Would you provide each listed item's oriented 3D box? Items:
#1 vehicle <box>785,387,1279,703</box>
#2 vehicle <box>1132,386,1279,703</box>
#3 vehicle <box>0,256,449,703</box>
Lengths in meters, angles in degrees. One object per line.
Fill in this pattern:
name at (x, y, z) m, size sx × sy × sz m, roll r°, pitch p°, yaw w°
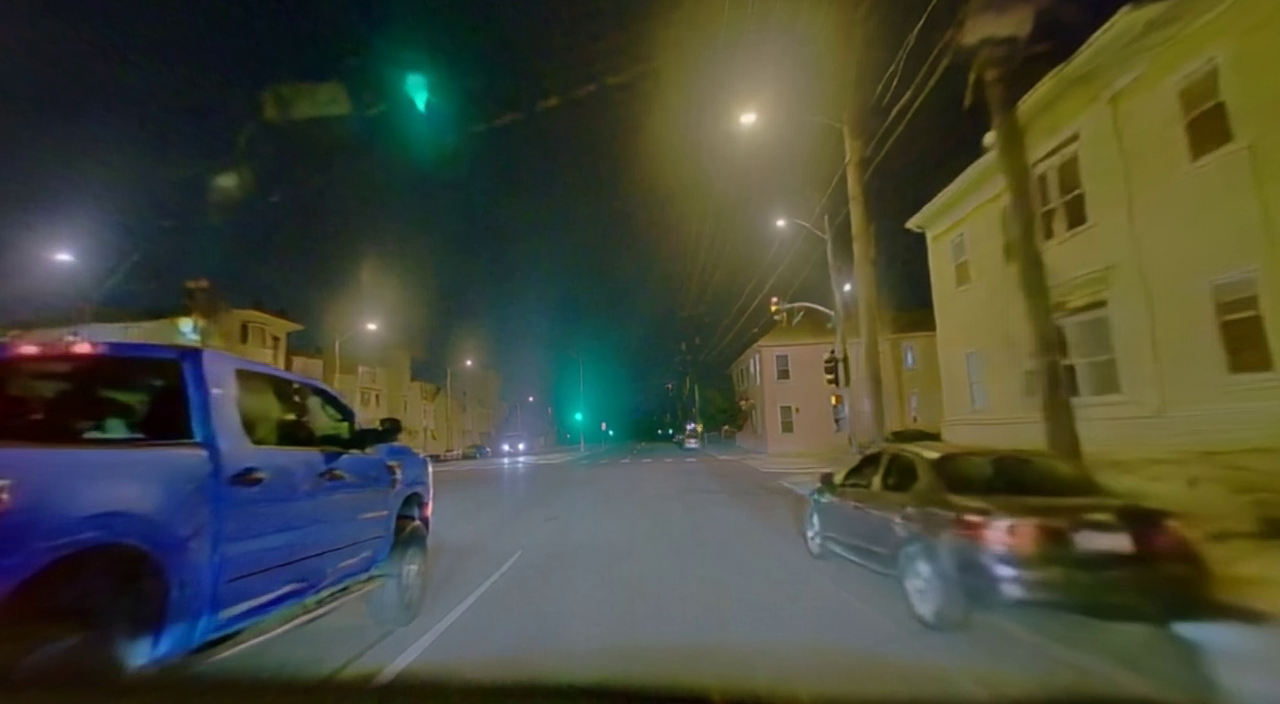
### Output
vehicle at (2.963, 1.346, 5.602) m, size 2.132 × 1.601 × 4.924 m, roll 0°, pitch -9°, yaw 0°
vehicle at (3.031, 0.598, 0.287) m, size 2.012 × 1.491 × 4.333 m, roll 0°, pitch -9°, yaw -2°
vehicle at (-2.968, 0.886, 3.191) m, size 2.242 × 1.890 × 5.306 m, roll -1°, pitch -9°, yaw 1°
